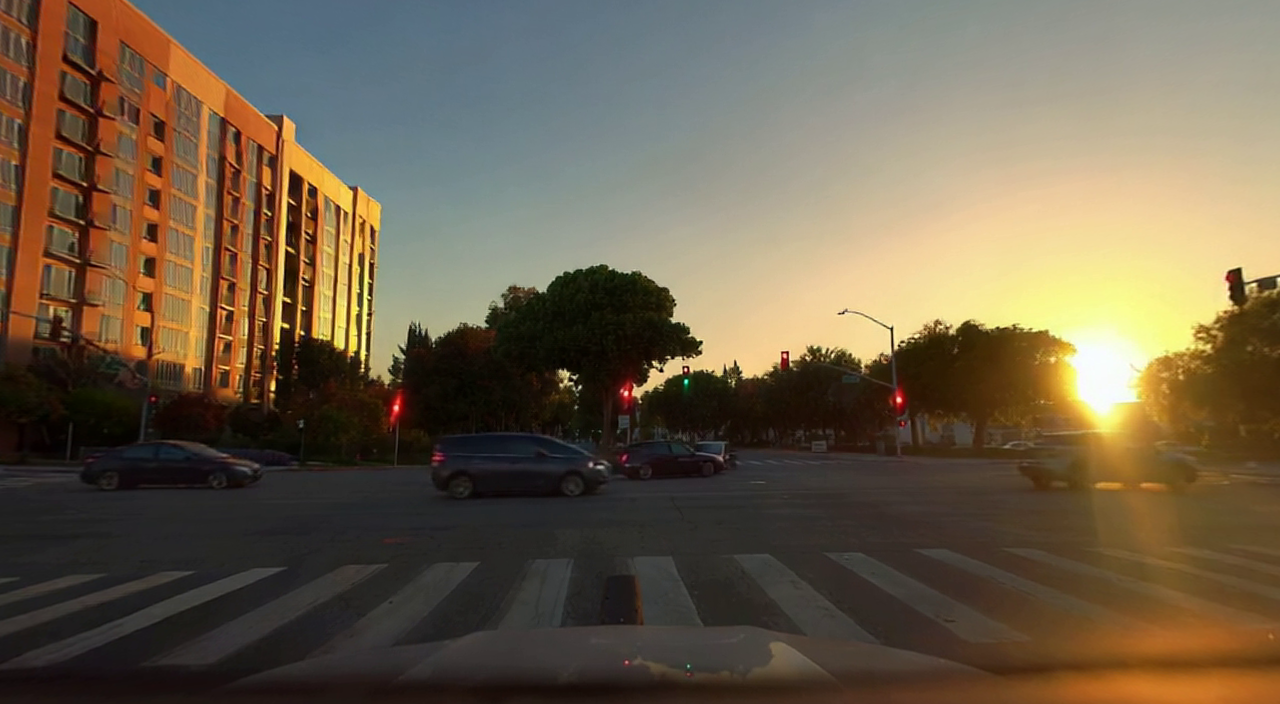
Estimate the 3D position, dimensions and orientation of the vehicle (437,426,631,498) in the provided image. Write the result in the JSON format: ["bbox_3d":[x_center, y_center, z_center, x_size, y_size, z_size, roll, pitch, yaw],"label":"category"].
[{"bbox_3d":[-2.805,2.991,17.424,4.923,1.800,2.153,1,-8,-6],"label":"vehicle"}]

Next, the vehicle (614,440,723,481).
[{"bbox_3d":[1.265,4.517,26.572,4.397,1.569,1.955,7,-11,-39],"label":"vehicle"}]

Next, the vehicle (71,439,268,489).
[{"bbox_3d":[-14.533,3.471,19.791,4.424,1.454,2.043,1,-8,-7],"label":"vehicle"}]

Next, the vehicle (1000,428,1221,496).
[{"bbox_3d":[14.561,3.384,19.799,5.101,1.940,2.468,1,-8,-6],"label":"vehicle"}]
